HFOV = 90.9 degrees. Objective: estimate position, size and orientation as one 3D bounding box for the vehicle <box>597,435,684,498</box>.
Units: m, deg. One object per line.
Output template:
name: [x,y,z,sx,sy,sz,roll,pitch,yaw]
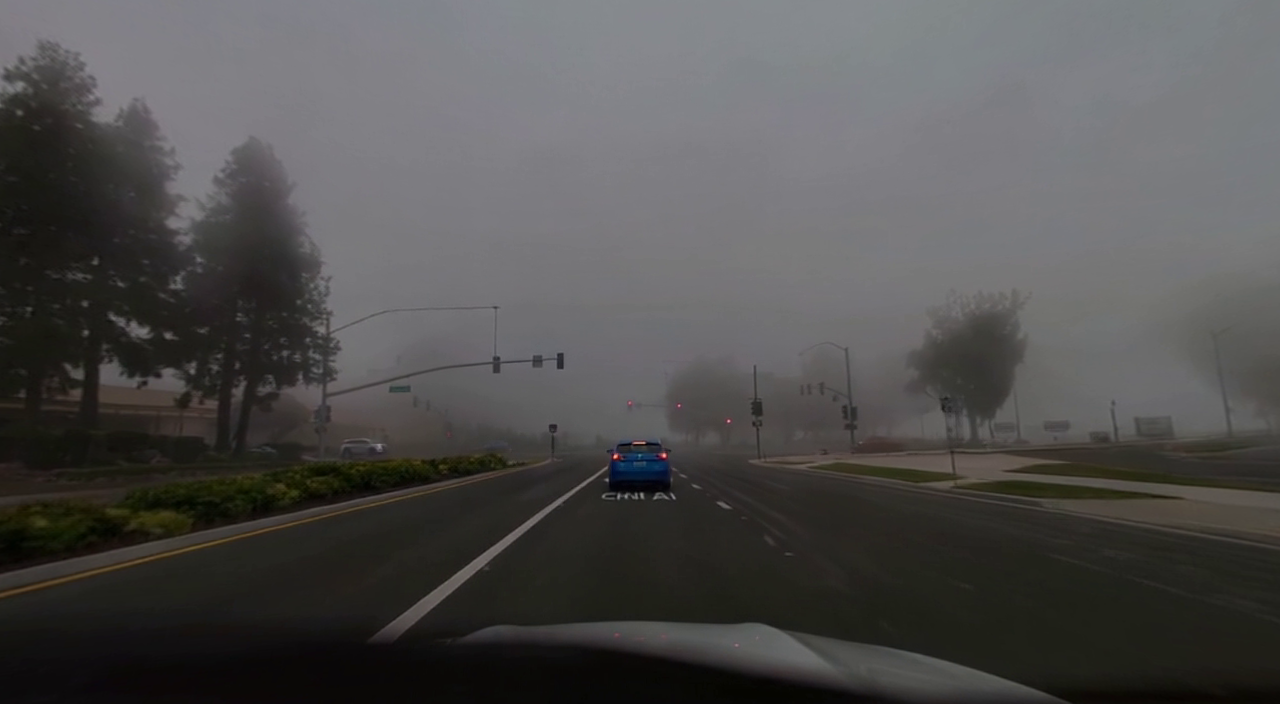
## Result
vehicle: [-0.031,3.040,17.201,2.028,1.478,4.545,0,-8,-1]
